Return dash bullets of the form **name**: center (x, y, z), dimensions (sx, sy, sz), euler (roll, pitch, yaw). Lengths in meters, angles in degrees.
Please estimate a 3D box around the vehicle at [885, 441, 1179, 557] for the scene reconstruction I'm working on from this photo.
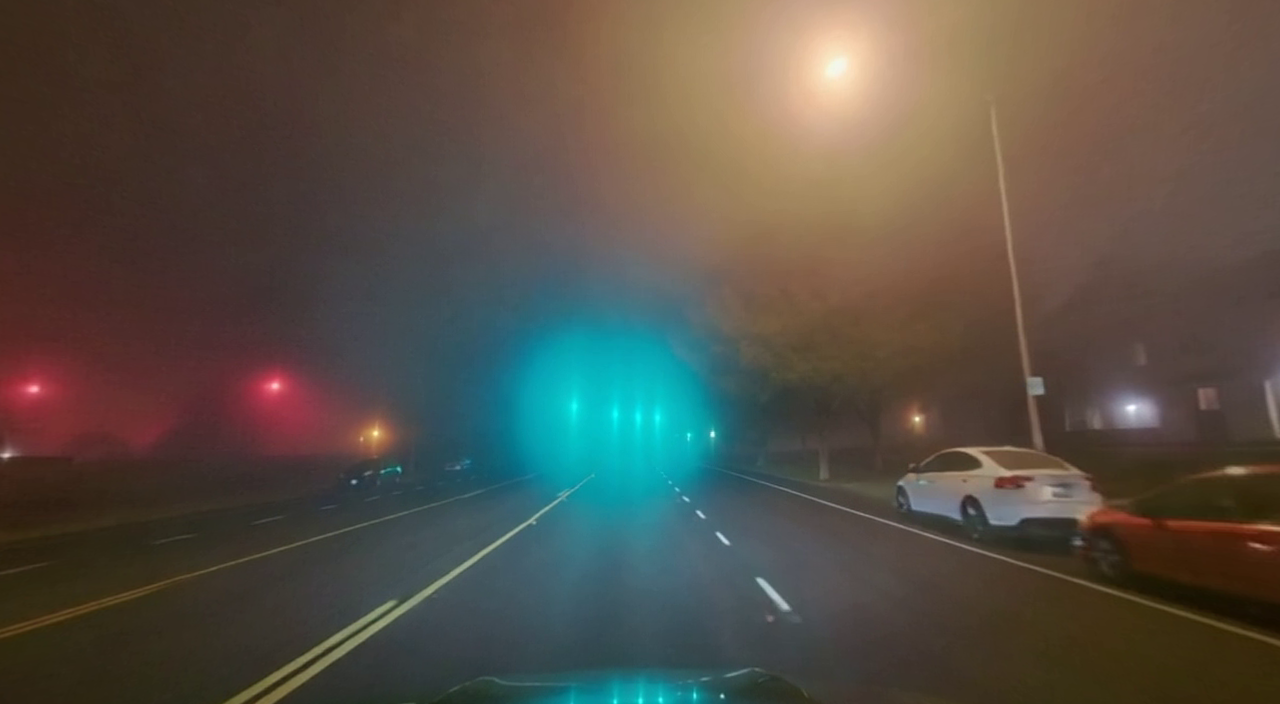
- **vehicle**: center (5.813, 2.185, 10.205), dimensions (1.892, 1.452, 4.327), euler (0, -8, -1)

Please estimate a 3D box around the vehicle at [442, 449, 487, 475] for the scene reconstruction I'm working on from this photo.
- **vehicle**: center (-13.080, 8.199, 47.443), dimensions (2.121, 1.791, 4.871), euler (0, -8, -2)

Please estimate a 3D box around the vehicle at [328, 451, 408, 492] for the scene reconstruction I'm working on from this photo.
- **vehicle**: center (-12.964, 5.676, 30.415), dimensions (1.916, 1.754, 4.337), euler (0, -8, -1)

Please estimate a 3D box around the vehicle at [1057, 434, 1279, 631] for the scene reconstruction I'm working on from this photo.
- **vehicle**: center (5.776, 1.410, 5.096), dimensions (1.854, 1.474, 4.479), euler (0, -8, 2)
